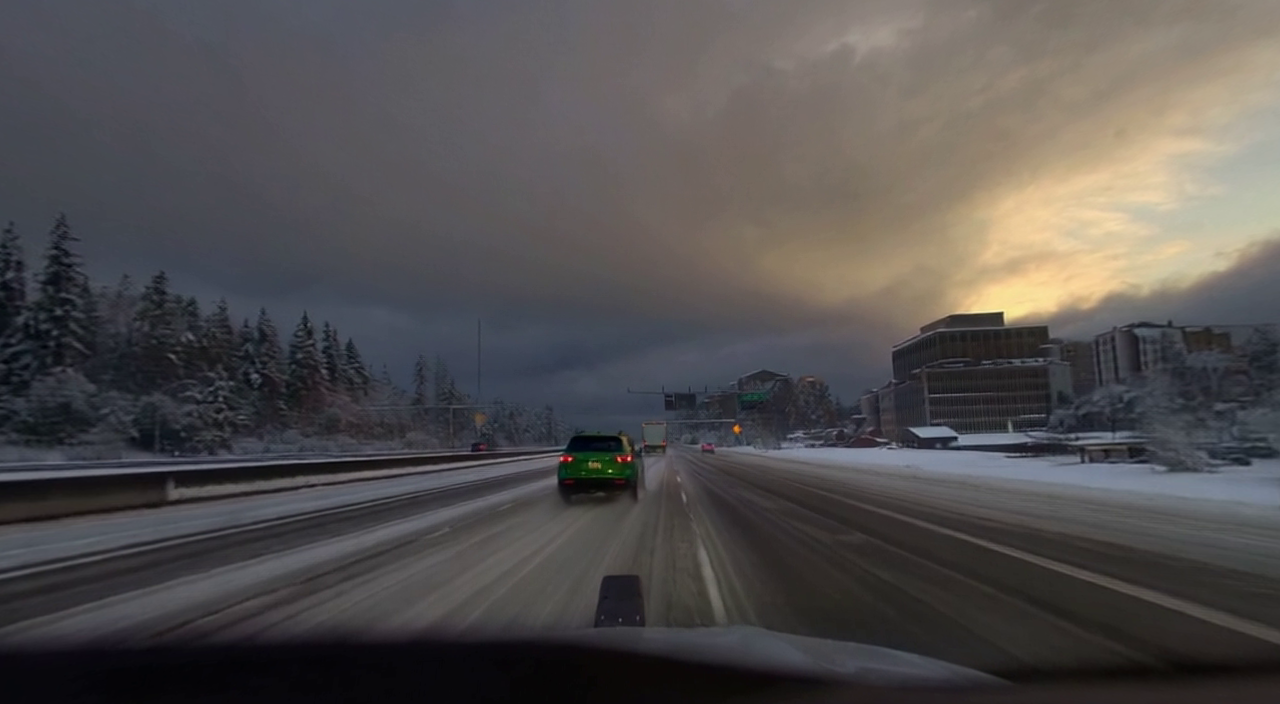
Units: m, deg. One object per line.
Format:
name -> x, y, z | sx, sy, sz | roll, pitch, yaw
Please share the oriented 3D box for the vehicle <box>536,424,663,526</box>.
vehicle -> -0.633, 2.472, 13.197 | 2.111, 1.742, 4.315 | 0, -9, 3
